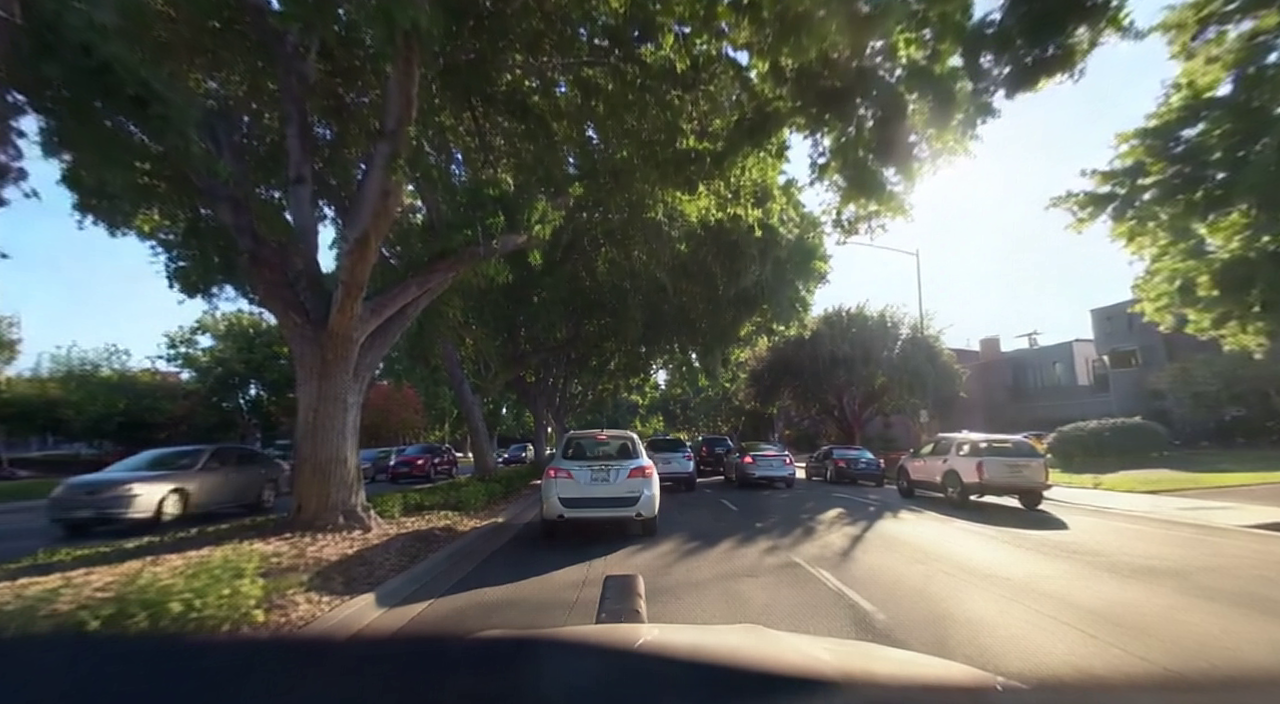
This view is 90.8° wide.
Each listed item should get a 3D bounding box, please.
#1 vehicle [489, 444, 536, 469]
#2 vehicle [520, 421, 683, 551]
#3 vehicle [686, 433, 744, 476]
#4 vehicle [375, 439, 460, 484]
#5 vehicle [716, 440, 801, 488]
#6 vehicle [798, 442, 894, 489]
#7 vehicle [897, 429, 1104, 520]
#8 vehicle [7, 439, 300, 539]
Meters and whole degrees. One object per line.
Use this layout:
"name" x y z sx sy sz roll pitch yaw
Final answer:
"vehicle" -8.205 6.758 41.069 2.039 1.466 4.553 0 -8 1
"vehicle" -0.596 2.012 10.119 2.106 1.655 3.717 0 -8 -3
"vehicle" 3.435 4.786 29.821 2.114 1.846 4.659 0 -8 -1
"vehicle" -8.908 4.406 25.684 1.920 1.663 4.036 0 -8 0
"vehicle" 4.001 3.869 22.165 2.175 1.477 4.520 0 -8 1
"vehicle" 7.211 3.994 22.642 1.977 1.485 4.308 0 -8 0
"vehicle" 7.786 2.664 14.284 2.168 1.709 4.289 0 -8 1
"vehicle" -8.764 2.460 12.094 1.938 1.513 4.593 0 -8 0
